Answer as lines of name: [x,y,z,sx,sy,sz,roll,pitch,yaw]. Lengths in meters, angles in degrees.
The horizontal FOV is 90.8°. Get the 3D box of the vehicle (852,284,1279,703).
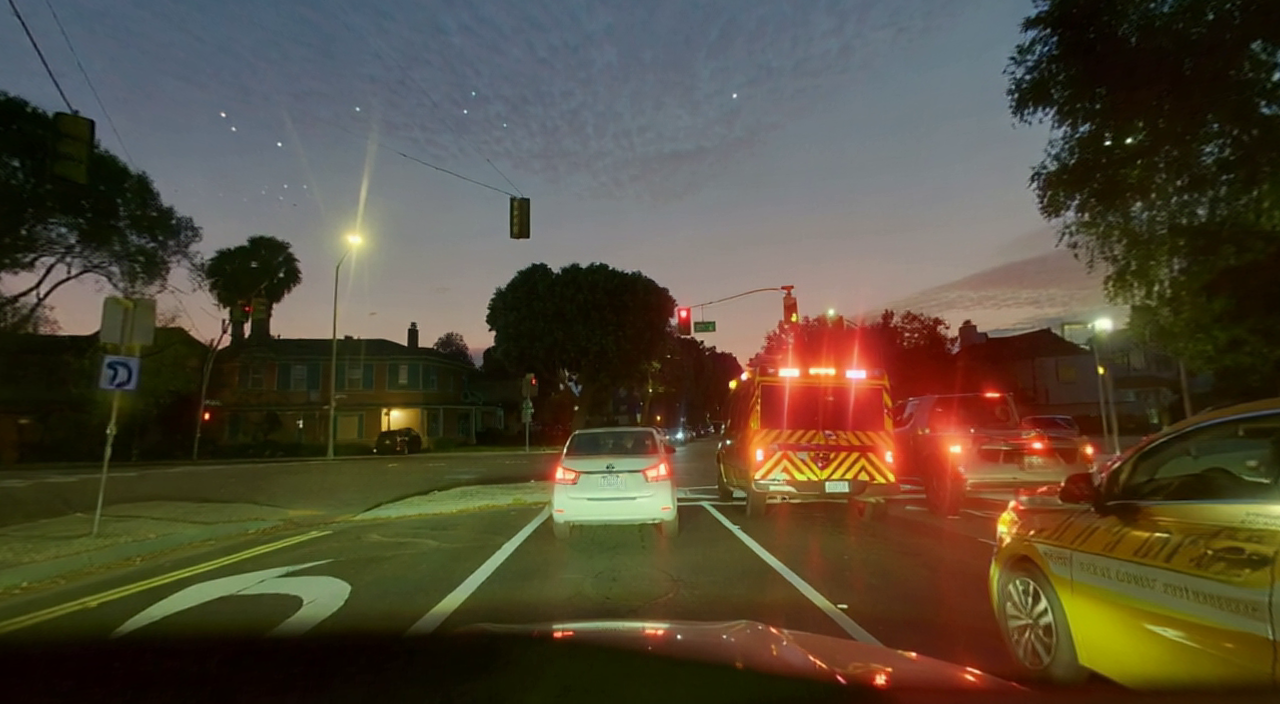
vehicle: [2.857,0.891,2.837,2.194,1.820,4.652,0,-8,0]

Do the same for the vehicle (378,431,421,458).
vehicle: [-17.735,6.880,46.861,2.246,1.880,4.454,1,-8,-12]

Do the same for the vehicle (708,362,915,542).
vehicle: [2.886,1.896,12.357,2.406,2.687,5.521,0,-8,0]

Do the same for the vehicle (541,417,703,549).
vehicle: [-0.269,1.984,10.183,2.114,1.707,3.725,0,-8,-1]
